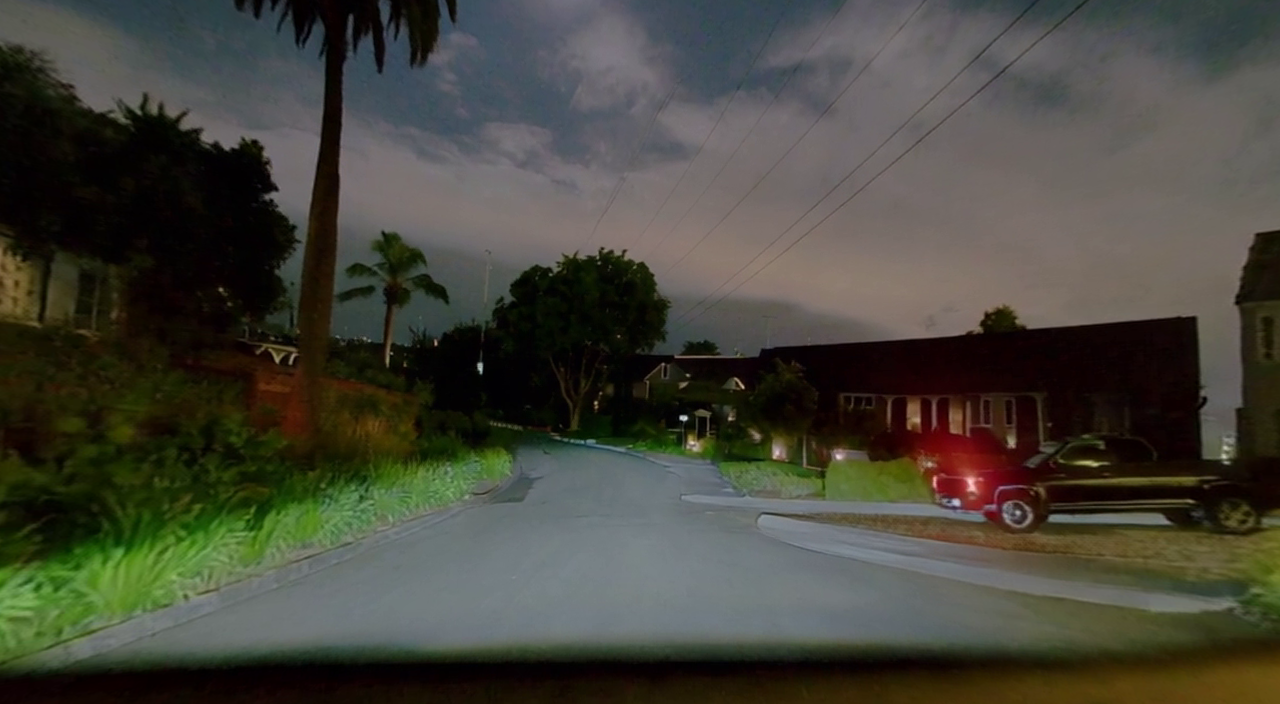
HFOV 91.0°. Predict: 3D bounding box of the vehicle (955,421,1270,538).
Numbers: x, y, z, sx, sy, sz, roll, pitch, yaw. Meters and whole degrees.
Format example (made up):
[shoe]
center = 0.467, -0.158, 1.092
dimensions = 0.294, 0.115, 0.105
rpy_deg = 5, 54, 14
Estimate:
[vehicle]
center = 9.305, 2.503, 12.427
dimensions = 5.663, 1.913, 2.170
rpy_deg = 5, -11, -21
